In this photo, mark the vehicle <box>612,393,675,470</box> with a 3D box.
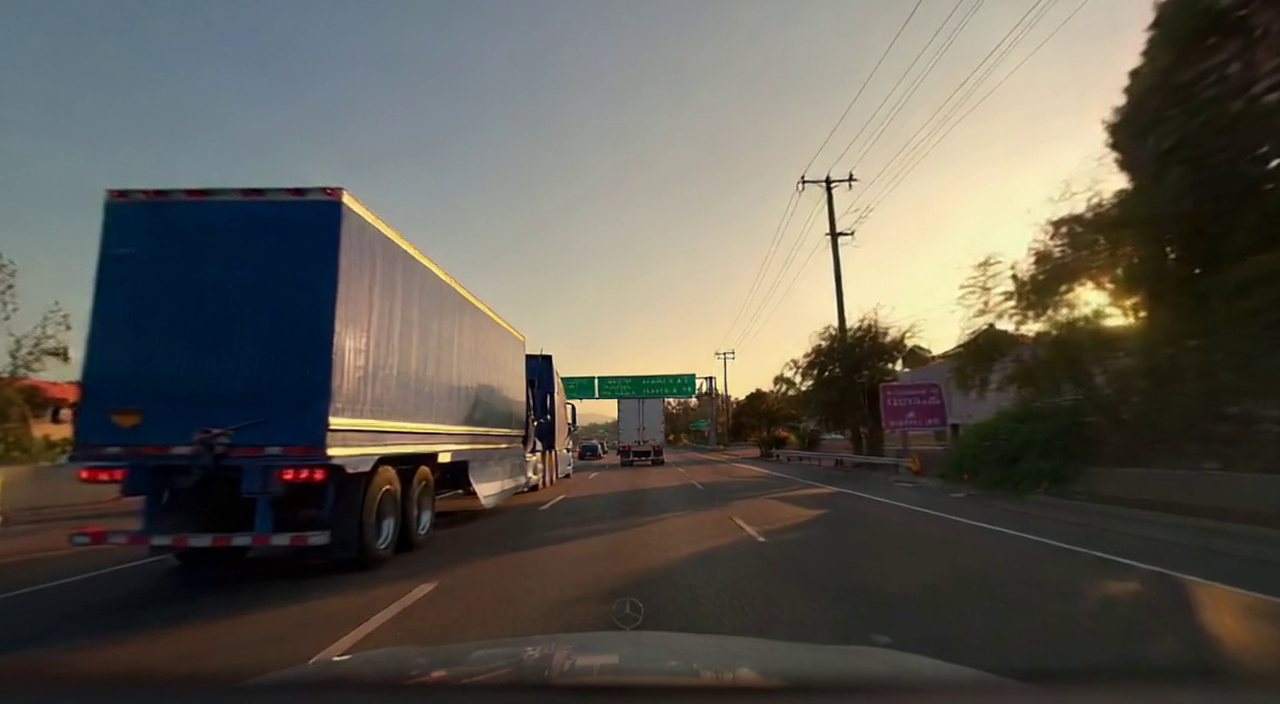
[{"bbox_3d":[0.103,4.458,34.579,2.941,3.604,9.851,0,-9,0],"label":"vehicle"}]

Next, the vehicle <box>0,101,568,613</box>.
[{"bbox_3d":[-3.894,1.098,12.775,2.875,4.083,15.756,0,-9,0],"label":"vehicle"}]
